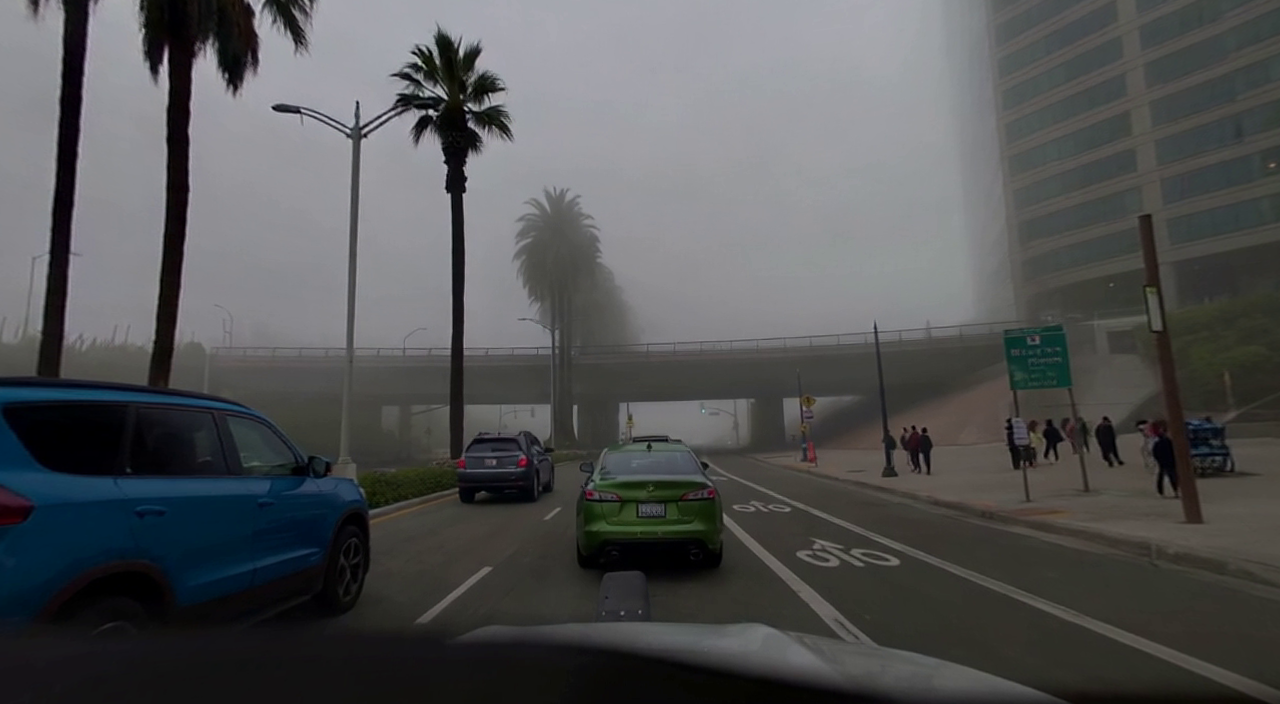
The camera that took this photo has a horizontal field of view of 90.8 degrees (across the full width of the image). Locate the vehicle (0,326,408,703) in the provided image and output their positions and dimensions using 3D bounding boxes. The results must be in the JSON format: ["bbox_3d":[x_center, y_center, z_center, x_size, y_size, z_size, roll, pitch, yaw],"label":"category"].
[{"bbox_3d":[-3.260,1.009,3.740,2.014,1.740,4.359,0,-8,1],"label":"vehicle"}]

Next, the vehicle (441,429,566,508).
[{"bbox_3d":[-3.100,2.745,15.297,1.955,1.637,4.032,0,-8,3],"label":"vehicle"}]

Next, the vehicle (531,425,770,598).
[{"bbox_3d":[0.052,1.672,7.533,2.036,1.461,4.129,0,-8,-1],"label":"vehicle"}]
